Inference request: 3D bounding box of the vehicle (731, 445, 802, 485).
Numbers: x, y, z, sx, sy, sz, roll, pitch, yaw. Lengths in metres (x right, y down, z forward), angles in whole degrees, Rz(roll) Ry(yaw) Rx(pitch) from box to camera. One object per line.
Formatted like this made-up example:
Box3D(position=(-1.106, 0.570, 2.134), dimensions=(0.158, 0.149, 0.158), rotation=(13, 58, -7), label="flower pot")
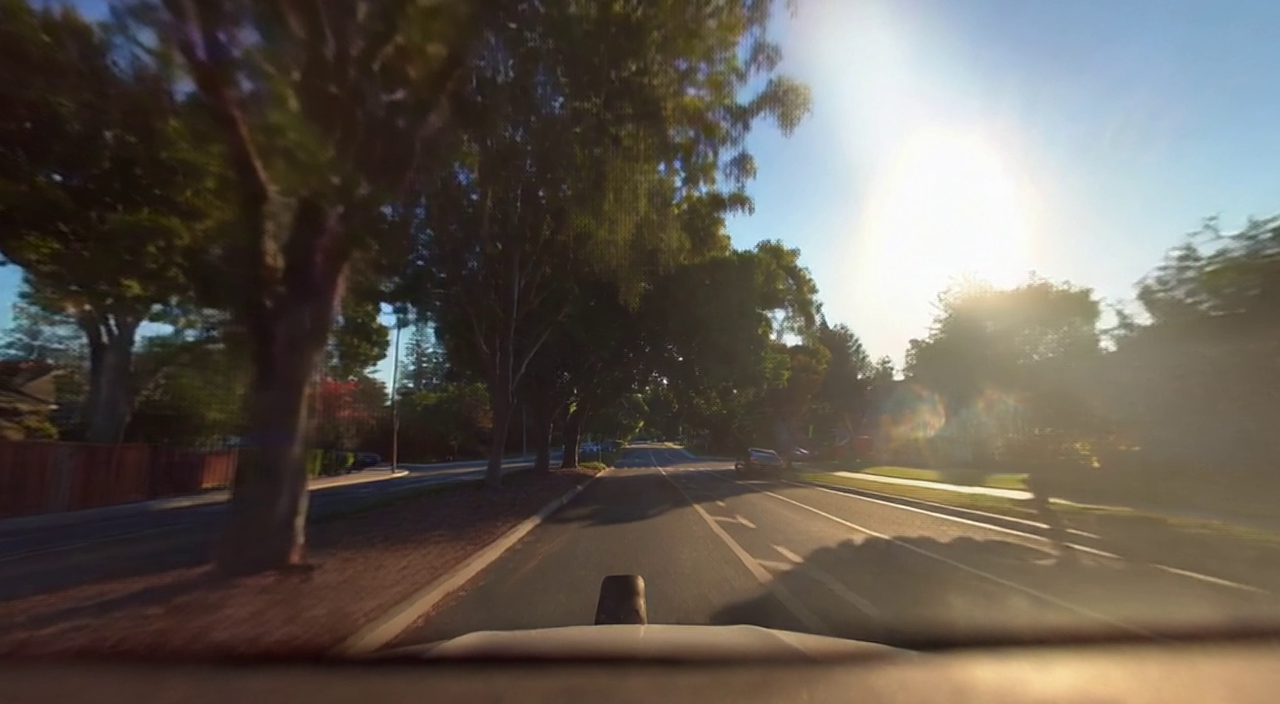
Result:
Box3D(position=(5.041, 4.575, 25.869), dimensions=(1.904, 1.475, 4.386), rotation=(0, -8, -1), label="vehicle")
